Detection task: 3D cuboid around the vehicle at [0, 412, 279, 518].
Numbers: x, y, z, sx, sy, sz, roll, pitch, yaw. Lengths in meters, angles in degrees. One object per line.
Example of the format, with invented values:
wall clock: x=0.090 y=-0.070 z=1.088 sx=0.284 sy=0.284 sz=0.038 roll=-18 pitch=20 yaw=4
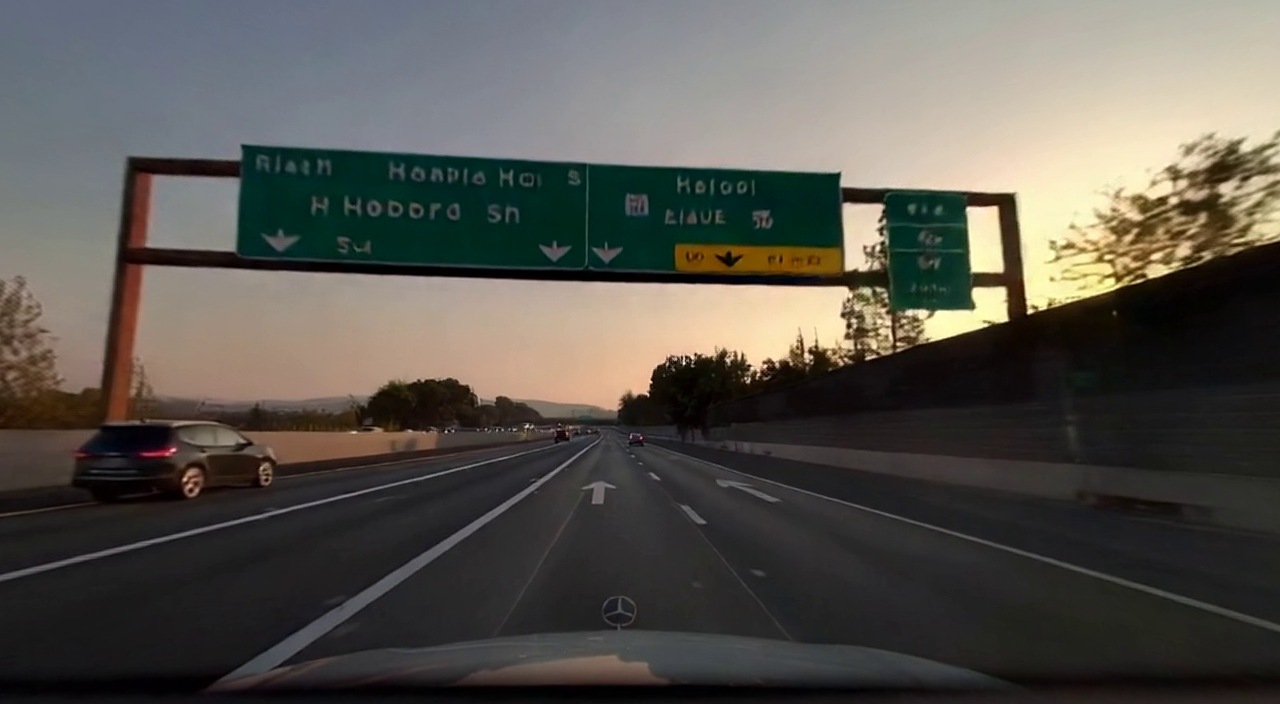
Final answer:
vehicle: x=-8.997 y=1.992 z=11.689 sx=1.828 sy=1.549 sz=4.846 roll=0 pitch=-8 yaw=-2
